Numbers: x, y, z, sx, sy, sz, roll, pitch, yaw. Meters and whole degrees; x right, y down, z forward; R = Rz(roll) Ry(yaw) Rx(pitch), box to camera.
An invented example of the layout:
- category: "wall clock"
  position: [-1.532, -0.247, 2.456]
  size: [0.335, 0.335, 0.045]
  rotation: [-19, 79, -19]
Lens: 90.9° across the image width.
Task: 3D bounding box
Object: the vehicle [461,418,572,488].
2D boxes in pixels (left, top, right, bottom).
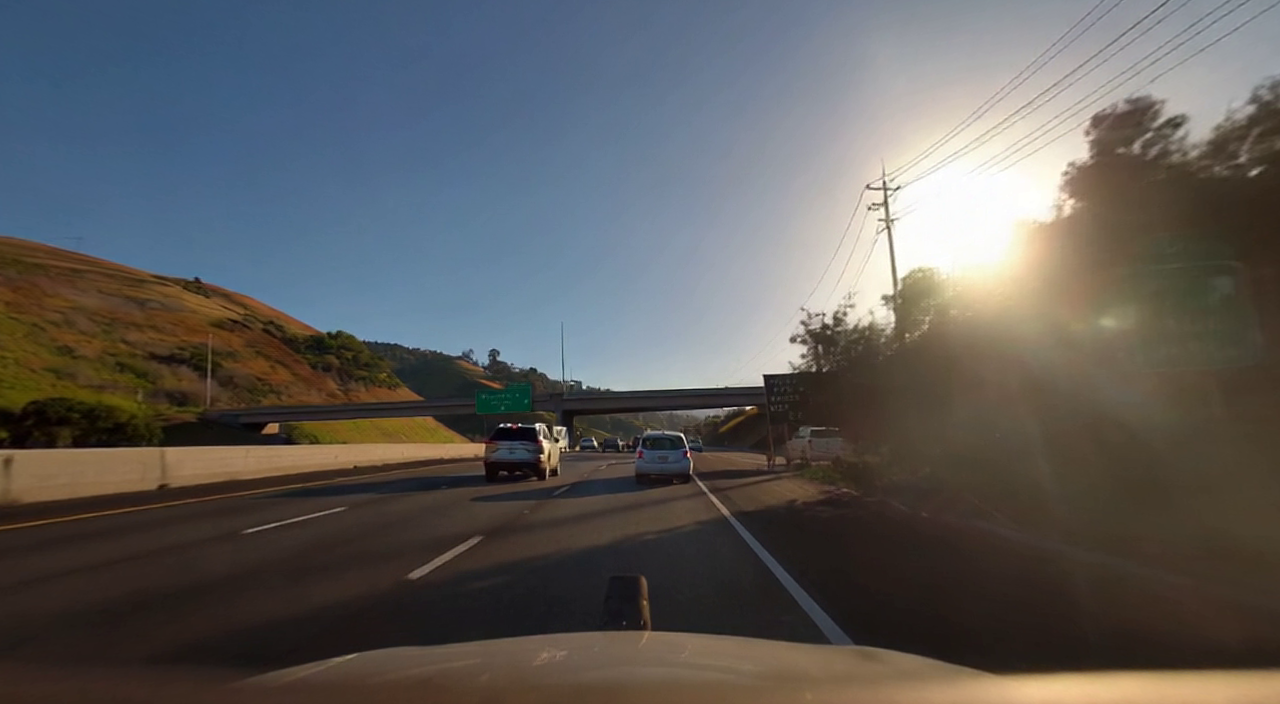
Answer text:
- category: "vehicle"
  position: [-3.572, 3.075, 19.365]
  size: [2.228, 1.845, 4.847]
  rotation: [-1, -8, 2]

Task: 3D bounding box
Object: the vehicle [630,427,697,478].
- category: "vehicle"
  position: [0.807, 3.588, 22.626]
  size: [2.193, 1.651, 3.946]
  rotation: [-1, -8, 1]

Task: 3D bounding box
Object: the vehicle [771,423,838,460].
- category: "vehicle"
  position: [12.307, 6.806, 47.933]
  size: [2.571, 2.571, 6.876]
  rotation: [1, -8, -6]
